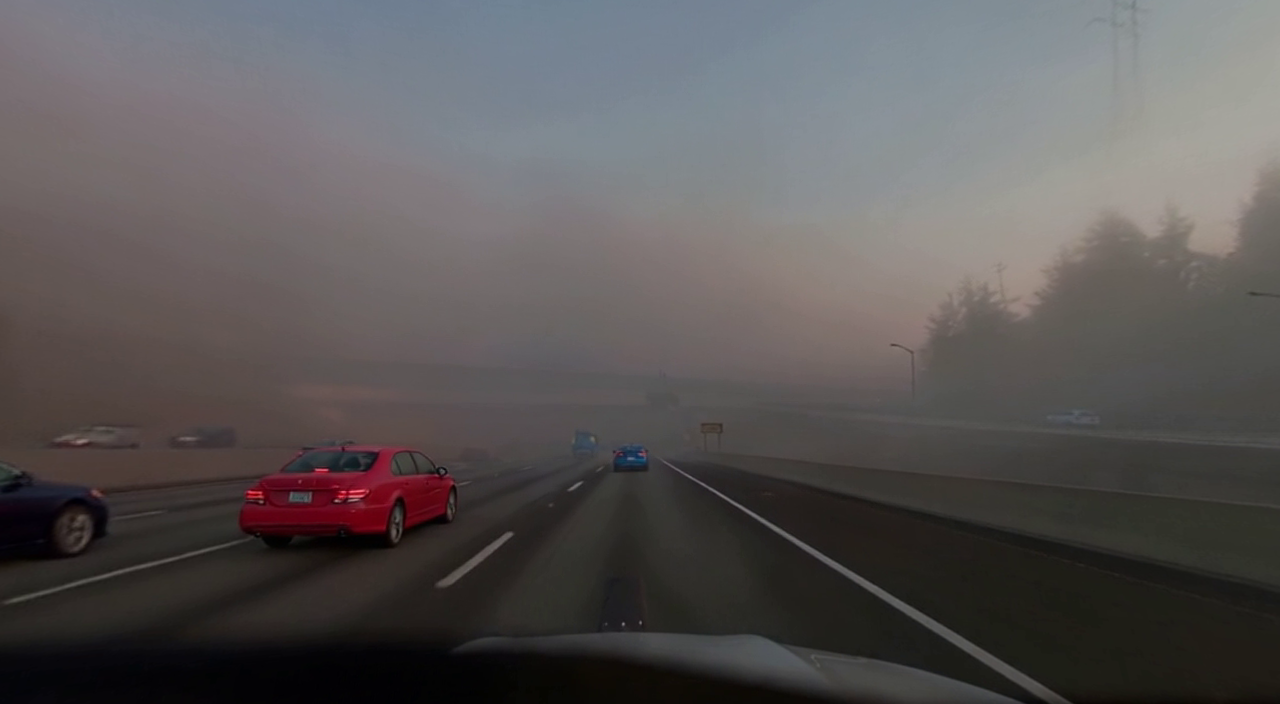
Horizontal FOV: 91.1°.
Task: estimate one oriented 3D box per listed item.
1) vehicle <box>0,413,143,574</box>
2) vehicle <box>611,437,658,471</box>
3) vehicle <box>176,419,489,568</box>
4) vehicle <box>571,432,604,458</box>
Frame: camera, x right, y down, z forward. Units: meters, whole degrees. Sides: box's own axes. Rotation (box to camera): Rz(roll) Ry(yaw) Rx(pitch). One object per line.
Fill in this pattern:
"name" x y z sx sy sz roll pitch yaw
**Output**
"vehicle" -7.495 1.349 5.772 1.968 1.614 4.674 0 -8 1
"vehicle" -0.241 4.605 28.541 1.954 1.460 3.983 0 -8 0
"vehicle" -3.732 1.798 8.828 2.035 1.514 4.600 0 -8 1
"vehicle" -3.879 7.001 47.220 2.174 1.806 3.932 0 -8 -1
